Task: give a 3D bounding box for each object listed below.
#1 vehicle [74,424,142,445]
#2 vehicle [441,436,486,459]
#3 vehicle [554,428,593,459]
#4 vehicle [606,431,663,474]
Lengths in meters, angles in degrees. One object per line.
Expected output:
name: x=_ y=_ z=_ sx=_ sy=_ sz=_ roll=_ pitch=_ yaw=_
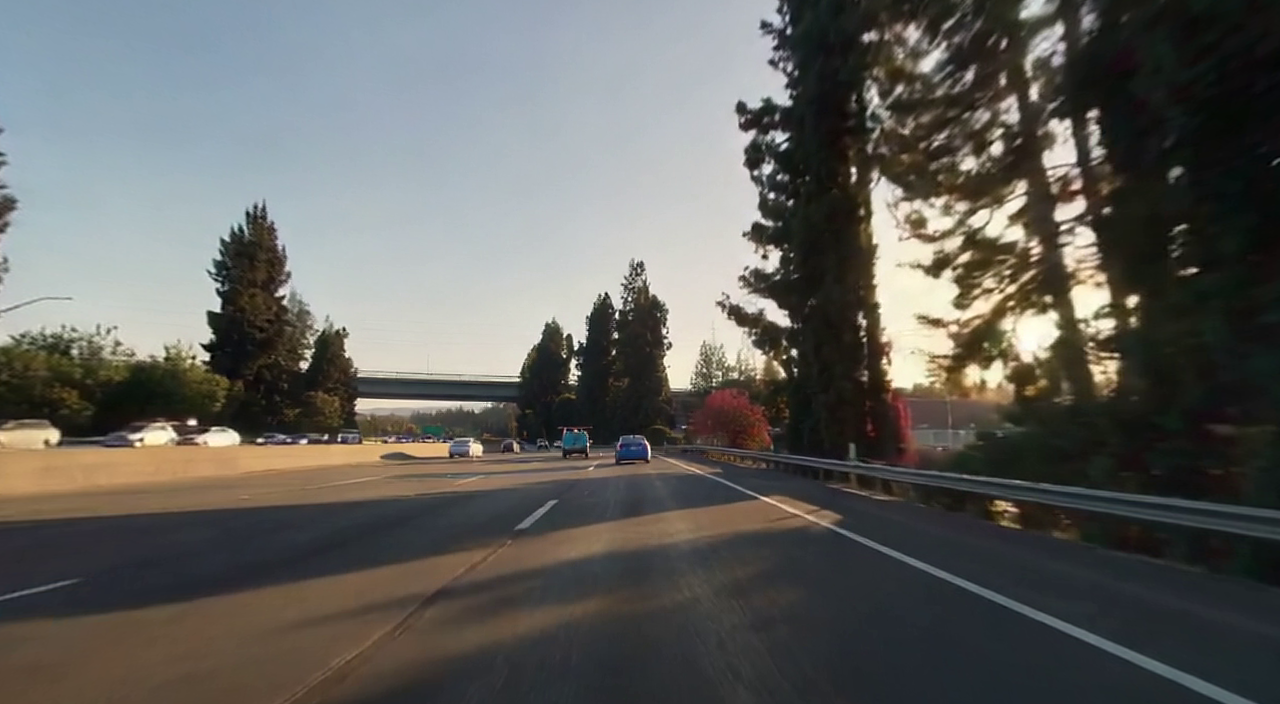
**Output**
vehicle: x=-37.741 y=5.906 z=44.633 sx=1.624 sy=1.394 sz=3.703 roll=0 pitch=-9 yaw=-1
vehicle: x=-11.890 y=6.469 z=42.550 sx=1.844 sy=1.446 sz=4.395 roll=0 pitch=-8 yaw=-2
vehicle: x=-4.075 y=5.700 z=39.135 sx=2.174 sy=1.806 sz=3.932 roll=1 pitch=-8 yaw=-2
vehicle: x=-0.228 y=3.764 z=23.730 sx=1.954 sy=1.460 sz=3.983 roll=0 pitch=-8 yaw=-1
